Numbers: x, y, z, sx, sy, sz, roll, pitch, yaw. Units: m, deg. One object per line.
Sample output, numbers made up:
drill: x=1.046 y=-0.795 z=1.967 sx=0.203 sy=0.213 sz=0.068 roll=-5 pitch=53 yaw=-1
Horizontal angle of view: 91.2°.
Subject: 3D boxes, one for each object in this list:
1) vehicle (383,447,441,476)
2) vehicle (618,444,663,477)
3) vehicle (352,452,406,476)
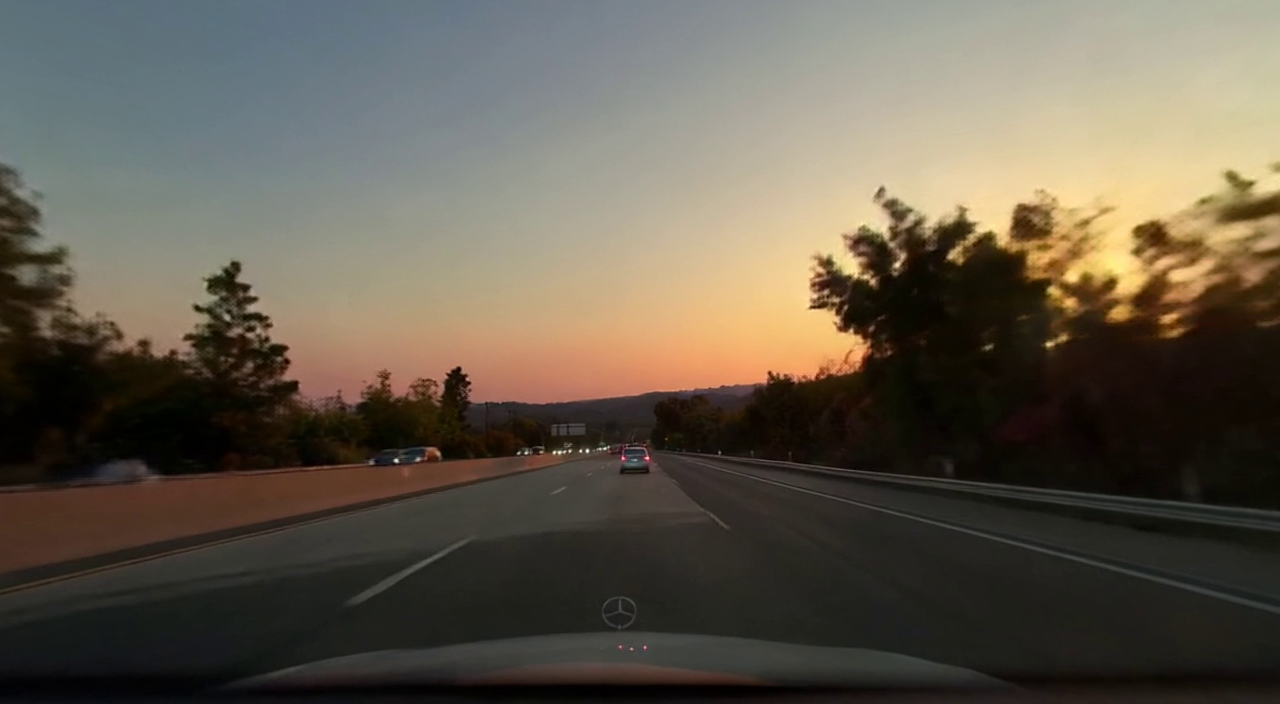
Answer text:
vehicle: x=-14.251 y=6.866 z=39.480 sx=1.970 sy=1.692 sz=4.464 roll=0 pitch=-9 yaw=0
vehicle: x=-0.008 y=5.405 z=31.430 sx=2.095 sy=1.537 sz=4.017 roll=0 pitch=-9 yaw=-1
vehicle: x=-18.222 y=7.832 z=44.040 sx=1.879 sy=1.567 sz=4.396 roll=0 pitch=-9 yaw=0
